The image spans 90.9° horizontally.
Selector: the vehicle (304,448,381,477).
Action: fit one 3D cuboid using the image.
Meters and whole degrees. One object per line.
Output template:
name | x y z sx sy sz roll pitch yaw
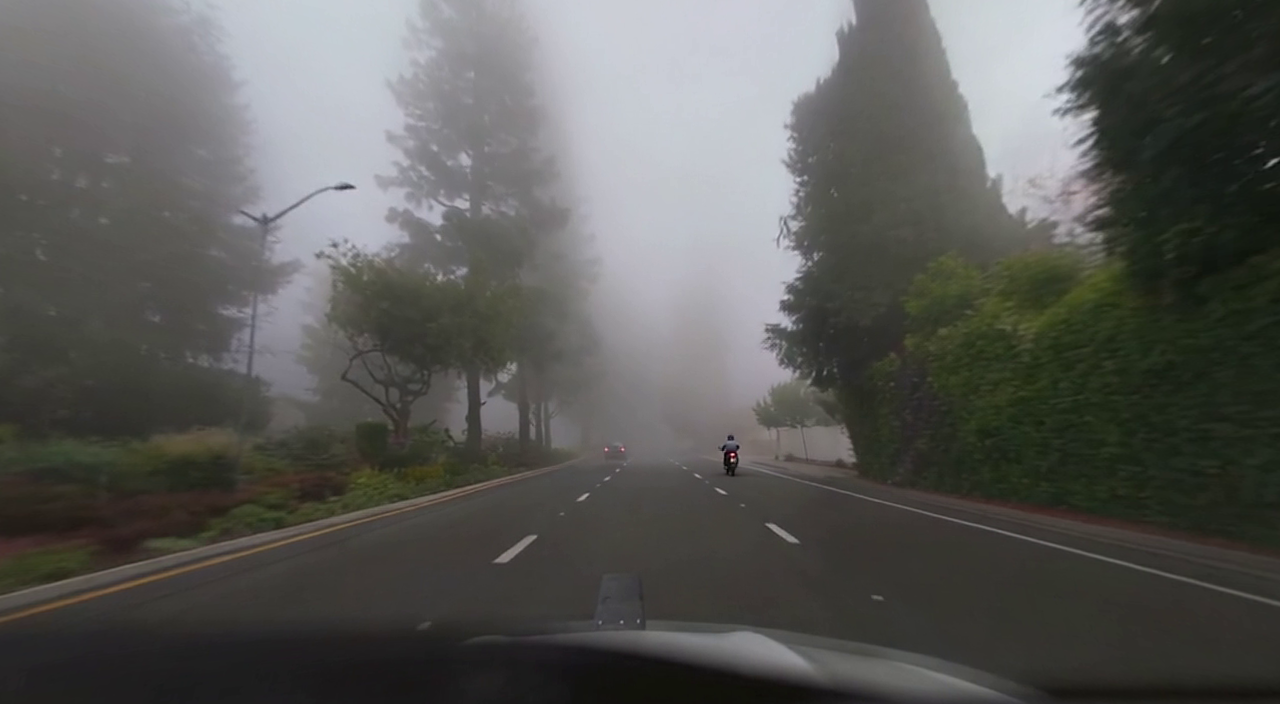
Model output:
vehicle | -16.684 6.209 35.643 1.963 1.480 4.659 -1 -8 1
